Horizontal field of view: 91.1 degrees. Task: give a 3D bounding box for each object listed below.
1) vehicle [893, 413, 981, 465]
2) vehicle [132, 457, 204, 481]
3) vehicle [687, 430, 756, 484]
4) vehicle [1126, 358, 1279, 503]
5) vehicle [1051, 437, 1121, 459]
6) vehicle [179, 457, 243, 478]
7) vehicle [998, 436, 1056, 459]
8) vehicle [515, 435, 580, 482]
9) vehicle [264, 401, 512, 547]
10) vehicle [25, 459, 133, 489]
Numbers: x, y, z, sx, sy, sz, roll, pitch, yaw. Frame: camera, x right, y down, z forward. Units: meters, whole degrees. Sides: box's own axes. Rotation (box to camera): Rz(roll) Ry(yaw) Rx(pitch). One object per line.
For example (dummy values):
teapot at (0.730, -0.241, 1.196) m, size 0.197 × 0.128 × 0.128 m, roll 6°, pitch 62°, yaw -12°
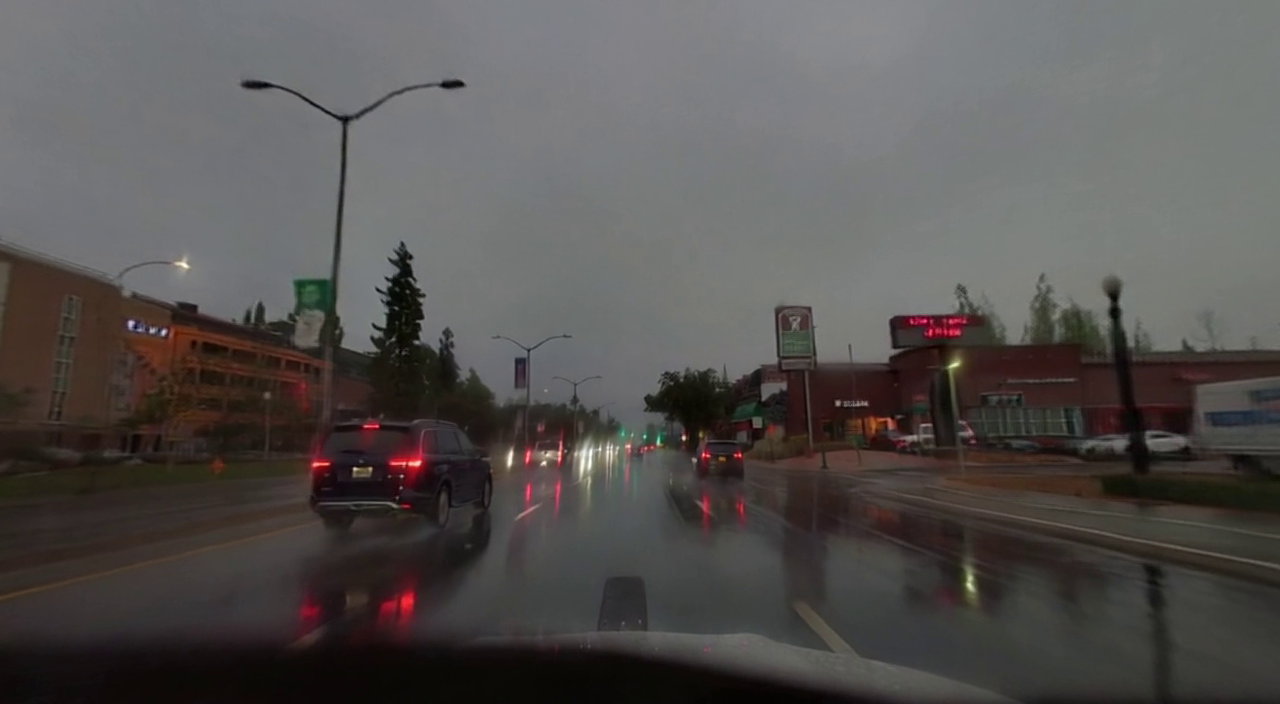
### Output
vehicle at (21.745, 6.480, 46.426) m, size 2.758 × 3.509 × 7.034 m, roll 0°, pitch -9°, yaw -2°
vehicle at (-31.251, 7.732, 41.684) m, size 3.607 × 1.428 × 1.639 m, roll 6°, pitch -10°, yaw -33°
vehicle at (3.082, 4.081, 24.673) m, size 2.024 × 1.921 × 4.431 m, roll 0°, pitch -9°, yaw -1°
vehicle at (15.753, 1.792, 14.287) m, size 2.642 × 3.252 × 8.515 m, roll 0°, pitch -8°, yaw 1°
vehicle at (30.638, 6.613, 43.259) m, size 1.735 × 1.478 × 4.040 m, roll 0°, pitch -9°, yaw -2°
vehicle at (-31.164, 8.403, 45.650) m, size 3.686 × 1.382 × 1.629 m, roll 6°, pitch -11°, yaw -36°
vehicle at (30.108, 7.450, 48.981) m, size 1.830 × 1.651 × 3.967 m, roll 0°, pitch -8°, yaw -2°
vehicle at (-3.773, 4.424, 26.364) m, size 2.014 × 1.775 × 4.404 m, roll 0°, pitch -9°, yaw 1°
vehicle at (-3.852, 1.982, 10.818) m, size 2.210 × 1.925 × 4.838 m, roll 0°, pitch -9°, yaw 0°
vehicle at (-31.111, 6.734, 35.004) m, size 4.266 × 1.457 × 1.832 m, roll 7°, pitch -11°, yaw -39°
